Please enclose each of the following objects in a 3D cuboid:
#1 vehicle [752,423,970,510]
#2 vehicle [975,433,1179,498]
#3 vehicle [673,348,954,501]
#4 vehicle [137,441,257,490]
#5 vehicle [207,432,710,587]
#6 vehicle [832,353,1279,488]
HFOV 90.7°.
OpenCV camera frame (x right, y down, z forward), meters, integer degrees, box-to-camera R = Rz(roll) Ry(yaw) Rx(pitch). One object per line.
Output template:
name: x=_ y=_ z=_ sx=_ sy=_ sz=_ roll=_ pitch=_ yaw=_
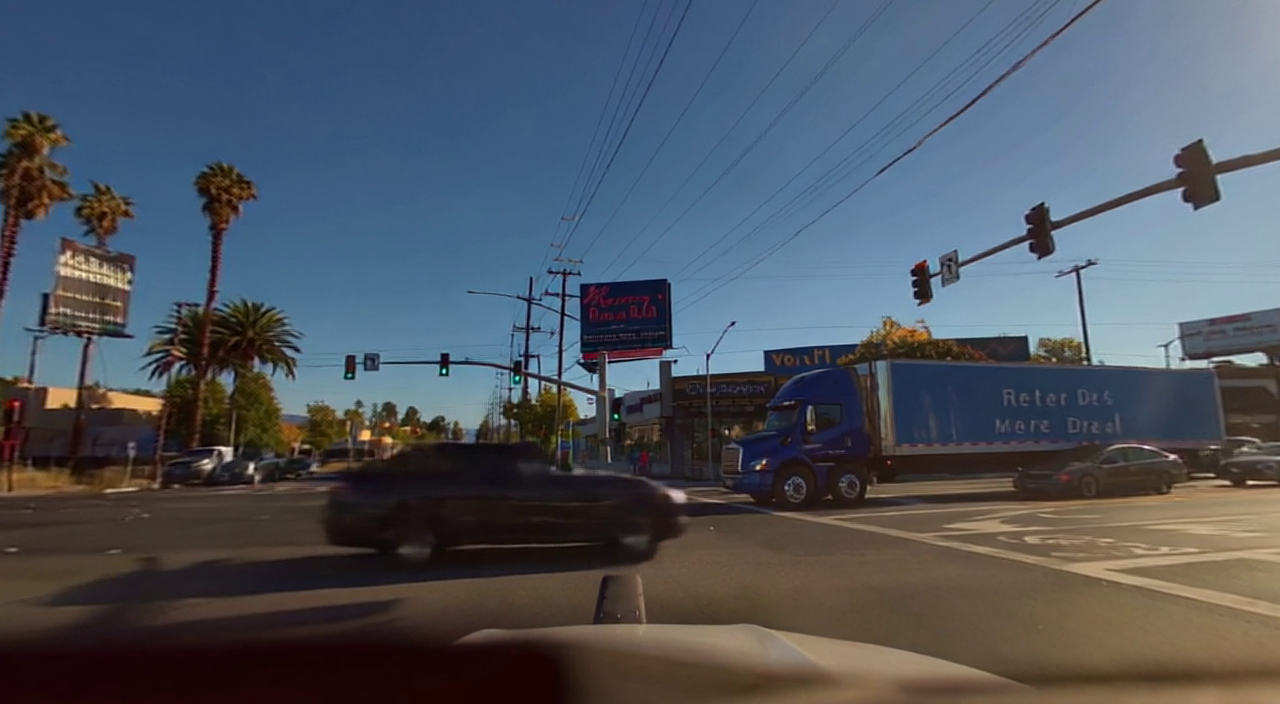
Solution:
vehicle: x=5.952 y=3.104 z=17.345 sx=5.079 sy=1.893 sz=2.200 roll=-1 pitch=-10 yaw=-14
vehicle: x=12.878 y=3.336 z=18.756 sx=4.958 sy=1.510 sz=1.949 roll=-1 pitch=-10 yaw=-13
vehicle: x=5.431 y=2.375 z=20.501 sx=8.167 sy=4.352 sz=3.029 roll=2 pitch=-9 yaw=-14
vehicle: x=-25.193 y=6.434 z=36.418 sx=2.989 sy=2.573 sz=6.053 roll=1 pitch=-9 yaw=-7
vehicle: x=-1.918 y=1.762 z=7.773 sx=5.114 sy=1.492 sz=2.040 roll=2 pitch=-9 yaw=-13
vehicle: x=15.533 y=2.572 z=23.010 sx=17.071 sy=4.151 sz=2.876 roll=2 pitch=-9 yaw=-14
